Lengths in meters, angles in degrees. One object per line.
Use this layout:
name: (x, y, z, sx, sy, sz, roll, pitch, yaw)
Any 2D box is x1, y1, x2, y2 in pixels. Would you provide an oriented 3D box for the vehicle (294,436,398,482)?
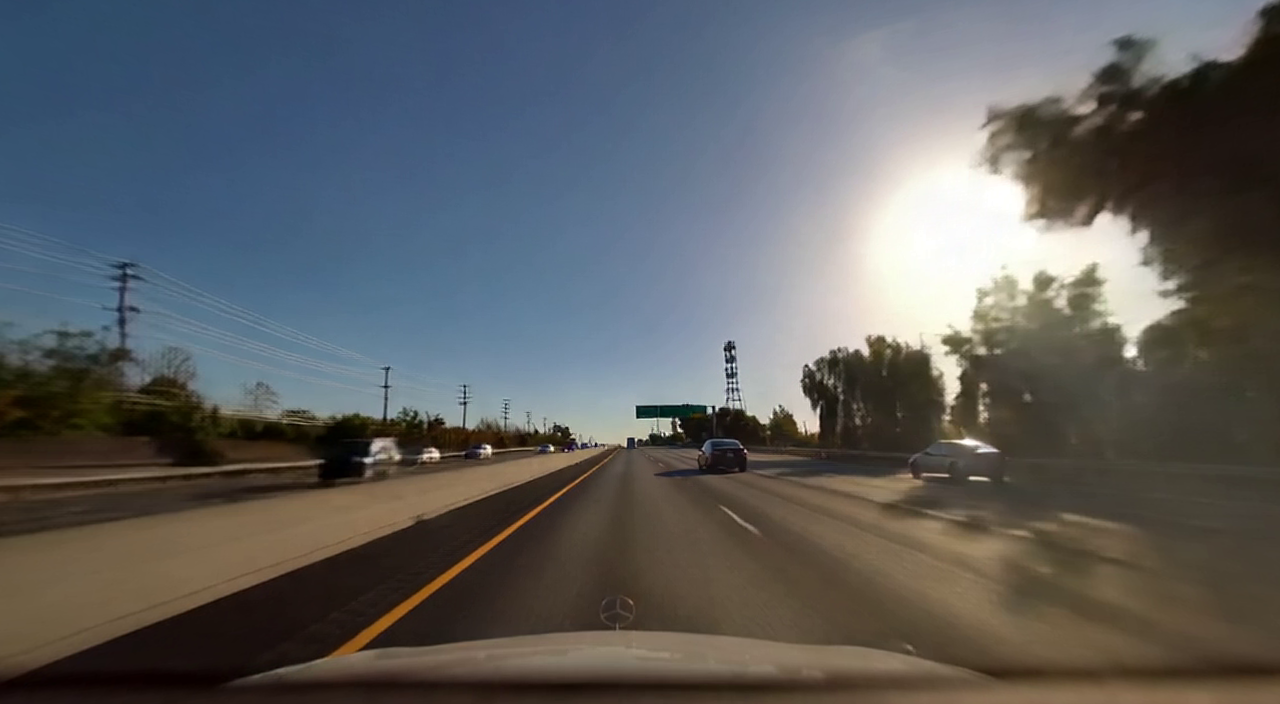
vehicle: (-11.478, 4.200, 25.078, 1.951, 1.628, 4.636, 0, -8, -1)

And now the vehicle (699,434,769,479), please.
vehicle: (3.628, 4.118, 25.163, 2.018, 1.600, 4.121, 0, -8, -2)

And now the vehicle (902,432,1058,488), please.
vehicle: (10.452, 3.366, 20.005, 1.987, 1.502, 5.130, 0, -8, -1)

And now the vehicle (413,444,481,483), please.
vehicle: (-7.330, 4.233, 24.328, 1.530, 1.369, 3.450, 0, -8, 0)
